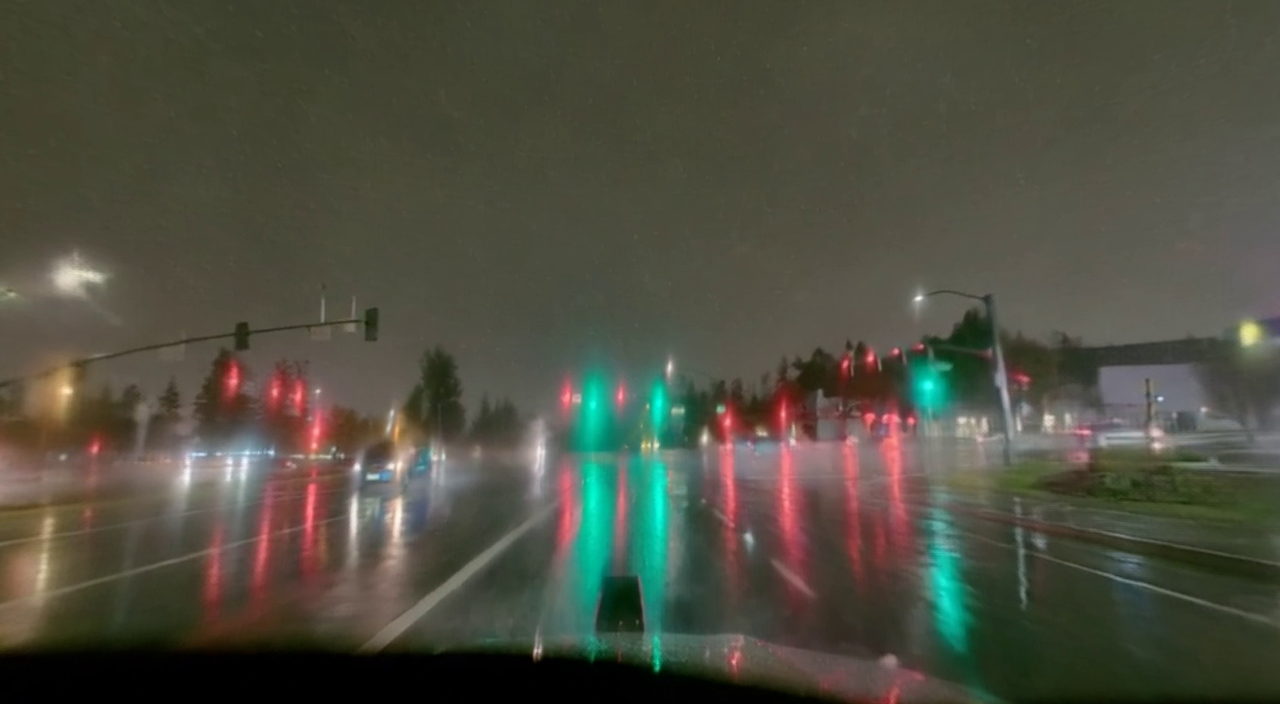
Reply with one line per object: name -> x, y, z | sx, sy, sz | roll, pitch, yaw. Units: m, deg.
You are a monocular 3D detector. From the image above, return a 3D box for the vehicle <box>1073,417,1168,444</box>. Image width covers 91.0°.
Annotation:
vehicle -> 33.352, 5.480, 43.775 | 4.864, 1.566, 1.807 | -4, -9, 3

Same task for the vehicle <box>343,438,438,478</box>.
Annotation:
vehicle -> -9.975, 4.273, 25.642 | 1.899, 1.460, 4.880 | 0, -8, 0

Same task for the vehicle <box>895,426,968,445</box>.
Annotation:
vehicle -> 22.716, 6.540, 49.142 | 4.696, 1.483, 1.898 | 0, -8, 2

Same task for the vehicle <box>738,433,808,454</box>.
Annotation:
vehicle -> 9.447, 6.540, 44.907 | 4.647, 1.428, 1.825 | -1, -8, 4

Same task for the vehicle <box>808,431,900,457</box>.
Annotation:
vehicle -> 12.856, 5.582, 38.020 | 4.885, 1.503, 1.845 | -1, -8, 3
